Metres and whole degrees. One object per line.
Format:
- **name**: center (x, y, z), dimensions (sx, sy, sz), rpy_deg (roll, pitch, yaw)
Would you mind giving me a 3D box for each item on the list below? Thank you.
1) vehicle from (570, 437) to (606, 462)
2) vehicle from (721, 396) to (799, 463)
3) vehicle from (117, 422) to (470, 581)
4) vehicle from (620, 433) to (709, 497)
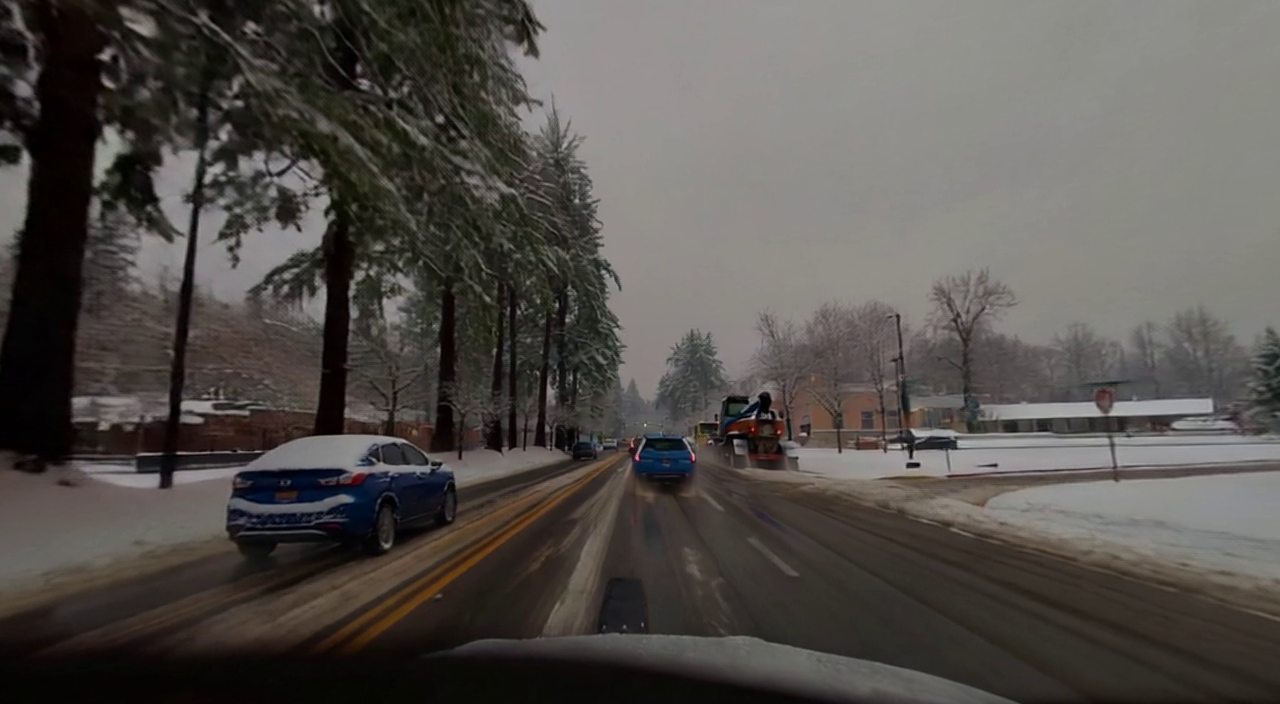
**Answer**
- **vehicle**: center (-3.658, 6.917, 44.687), dimensions (2.062, 1.641, 4.193), rpy_deg (0, -8, 2)
- **vehicle**: center (5.925, 3.993, 32.154), dimensions (2.736, 3.078, 5.825), rpy_deg (0, -8, -1)
- **vehicle**: center (-4.004, 1.796, 8.546), dimensions (2.003, 1.507, 4.808), rpy_deg (0, -8, 1)
- **vehicle**: center (0.557, 2.952, 16.865), dimensions (2.086, 1.466, 4.026), rpy_deg (0, -8, 0)
